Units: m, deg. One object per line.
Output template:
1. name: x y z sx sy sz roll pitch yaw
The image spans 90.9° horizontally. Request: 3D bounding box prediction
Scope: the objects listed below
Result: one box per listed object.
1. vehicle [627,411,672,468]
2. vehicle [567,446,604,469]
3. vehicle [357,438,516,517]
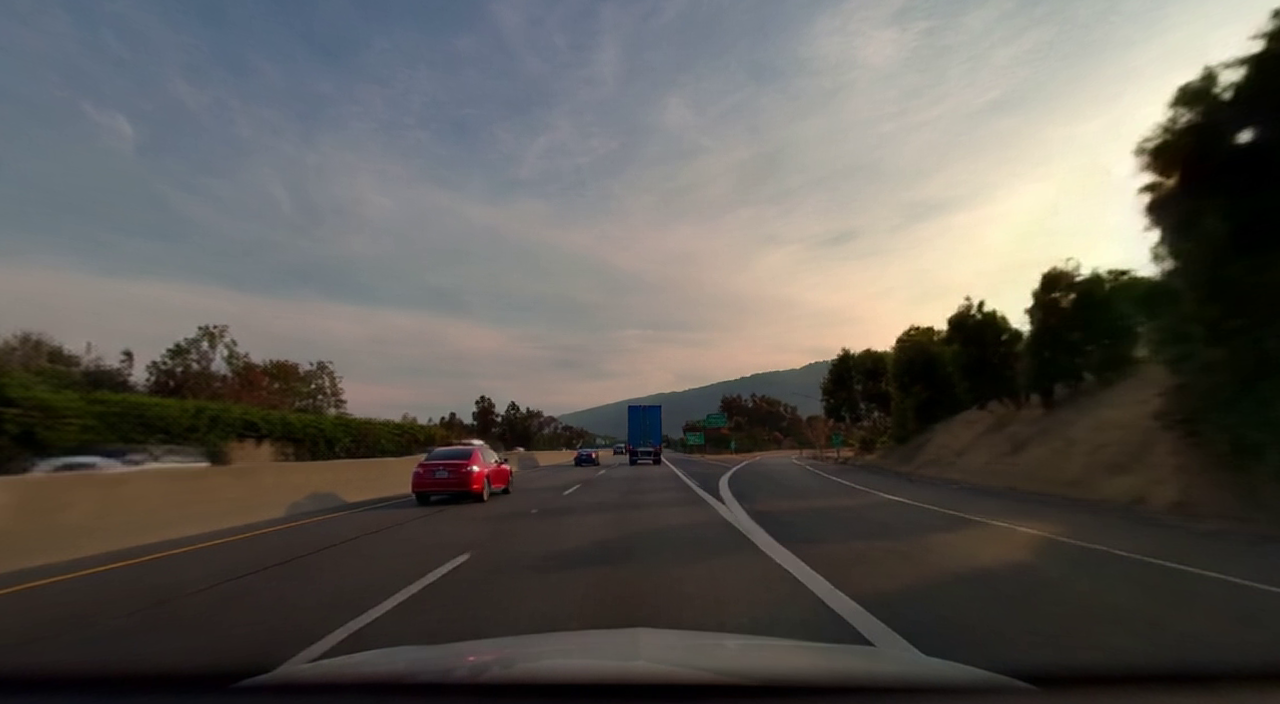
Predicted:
1. vehicle: 0.678 6.256 44.635 2.893 3.628 9.081 0 -9 1
2. vehicle: -3.599 7.054 42.344 1.981 1.435 4.199 0 -9 2
3. vehicle: -4.255 2.693 14.030 2.010 1.461 4.391 0 -9 1
